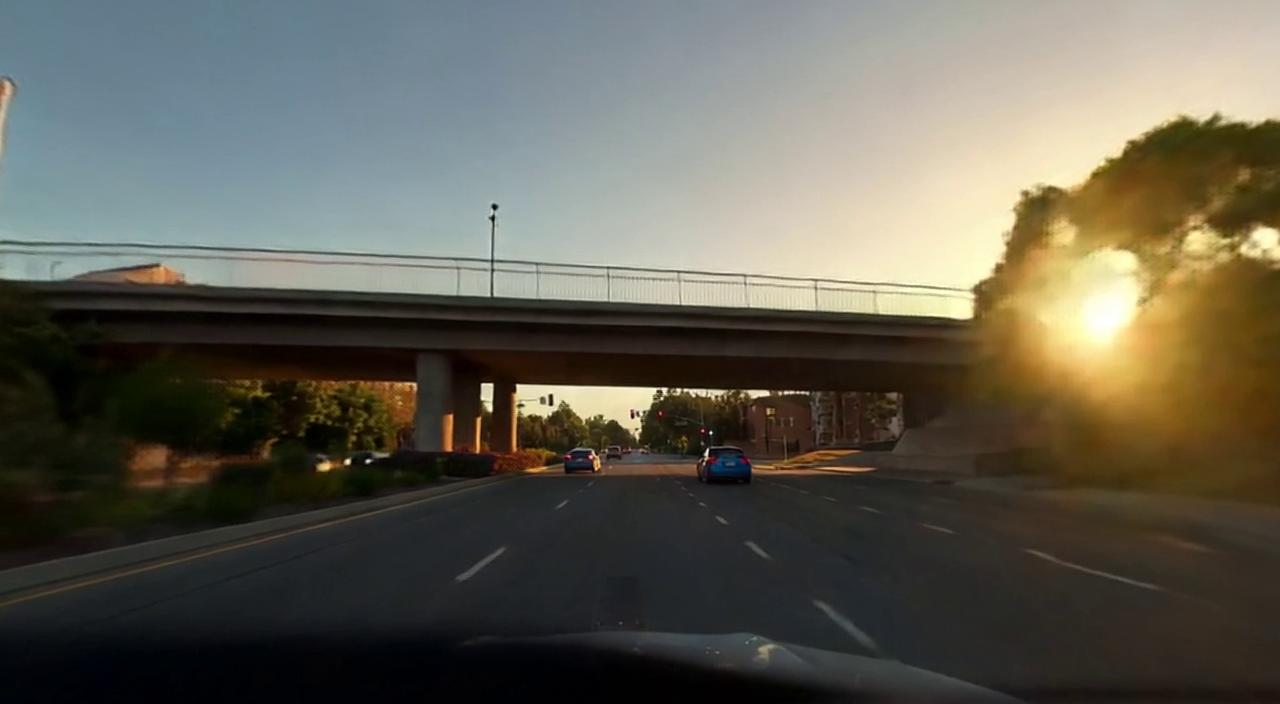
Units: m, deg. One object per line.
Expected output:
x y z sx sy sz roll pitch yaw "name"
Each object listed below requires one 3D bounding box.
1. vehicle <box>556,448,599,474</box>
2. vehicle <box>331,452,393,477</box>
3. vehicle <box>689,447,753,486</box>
-3.741 6.612 38.495 2.060 1.484 4.417 0 -8 1 "vehicle"
-18.324 7.412 41.908 2.003 1.494 4.580 0 -8 1 "vehicle"
3.316 4.777 26.664 2.068 1.497 4.247 0 -8 -1 "vehicle"
